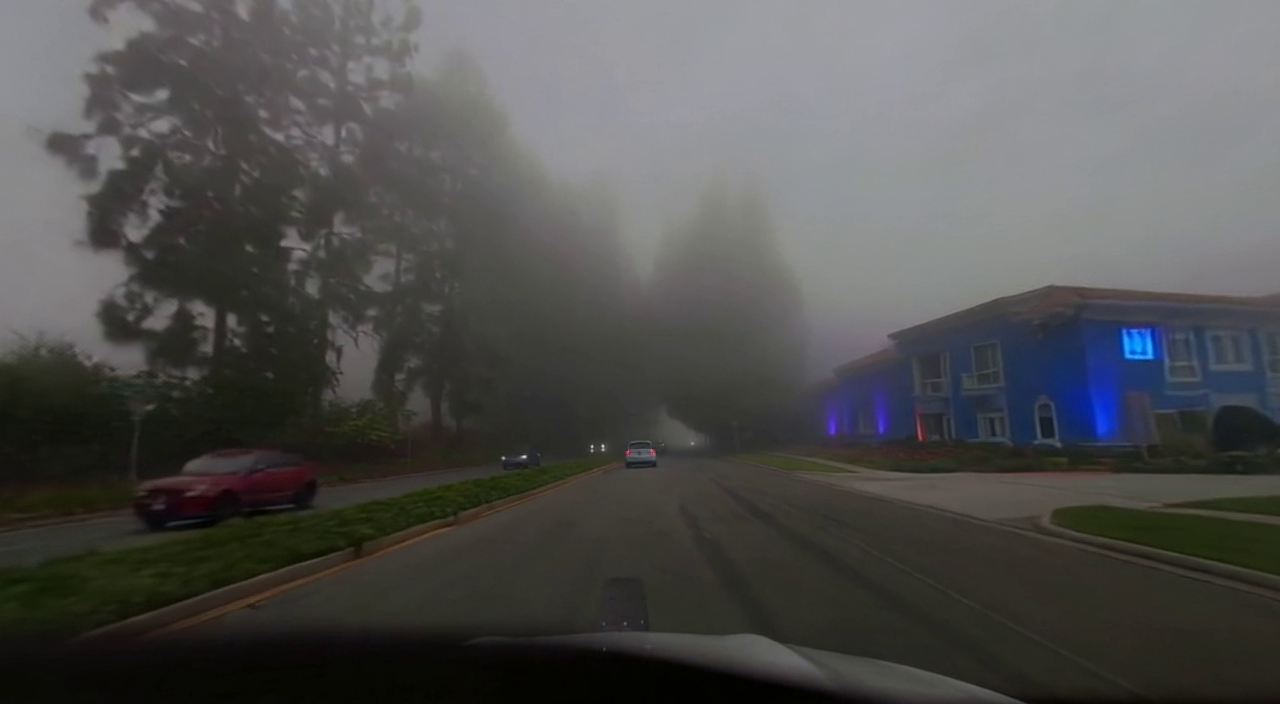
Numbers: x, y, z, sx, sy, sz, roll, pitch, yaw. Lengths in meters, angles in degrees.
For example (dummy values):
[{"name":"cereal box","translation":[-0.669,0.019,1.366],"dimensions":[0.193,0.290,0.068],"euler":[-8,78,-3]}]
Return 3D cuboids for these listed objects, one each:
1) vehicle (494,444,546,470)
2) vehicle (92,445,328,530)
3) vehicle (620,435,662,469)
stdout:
[{"name":"vehicle","translation":[-7.223,6.349,38.275],"dimensions":[2.040,1.465,4.448],"euler":[0,-8,3]},{"name":"vehicle","translation":[-9.020,2.819,13.822],"dimensions":[1.935,1.522,4.348],"euler":[0,-8,3]},{"name":"vehicle","translation":[0.132,5.398,34.111],"dimensions":[2.129,1.713,4.314],"euler":[0,-8,2]}]
